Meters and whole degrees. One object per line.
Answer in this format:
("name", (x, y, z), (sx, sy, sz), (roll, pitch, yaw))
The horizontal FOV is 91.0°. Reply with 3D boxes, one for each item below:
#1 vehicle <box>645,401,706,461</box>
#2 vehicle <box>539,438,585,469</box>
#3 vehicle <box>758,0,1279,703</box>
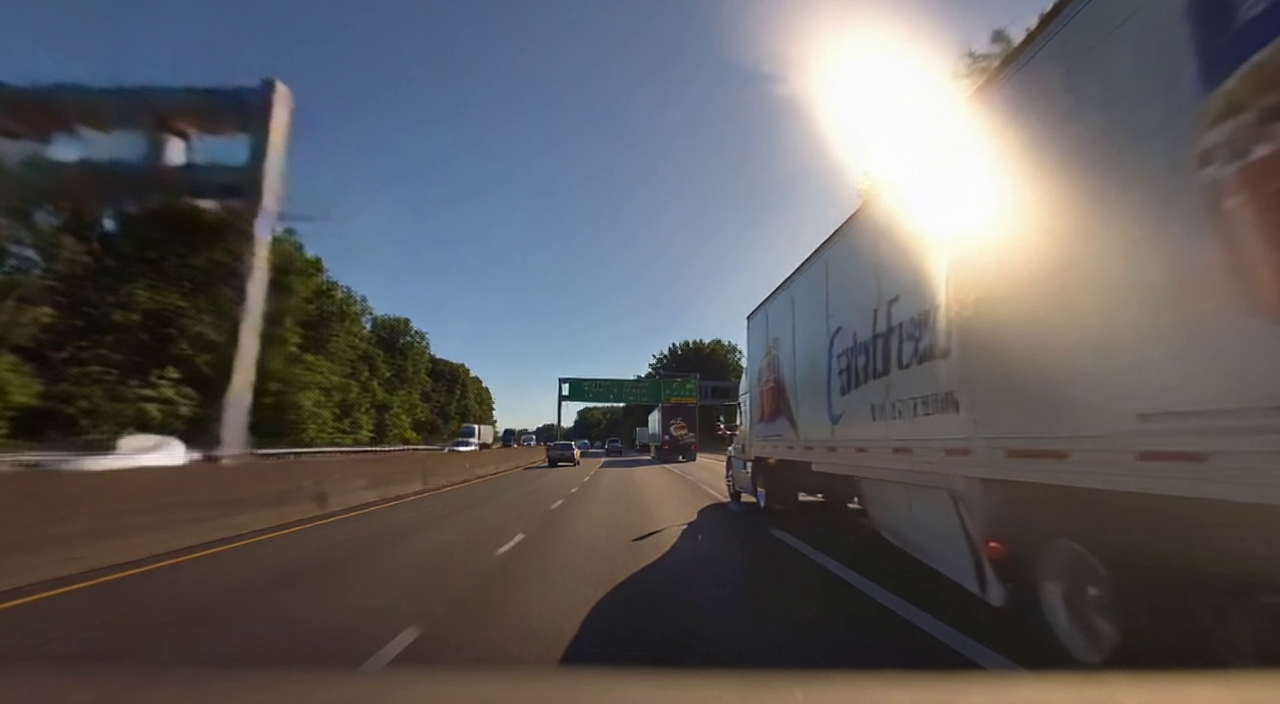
("vehicle", (2.411, 6.288, 48.997), (3.116, 3.992, 13.748), (0, -8, -3))
("vehicle", (-4.408, 5.800, 36.196), (2.206, 1.644, 4.027), (0, -8, -2))
("vehicle", (3.830, 0.002, 4.785), (2.948, 4.045, 13.051), (0, -8, -2))
